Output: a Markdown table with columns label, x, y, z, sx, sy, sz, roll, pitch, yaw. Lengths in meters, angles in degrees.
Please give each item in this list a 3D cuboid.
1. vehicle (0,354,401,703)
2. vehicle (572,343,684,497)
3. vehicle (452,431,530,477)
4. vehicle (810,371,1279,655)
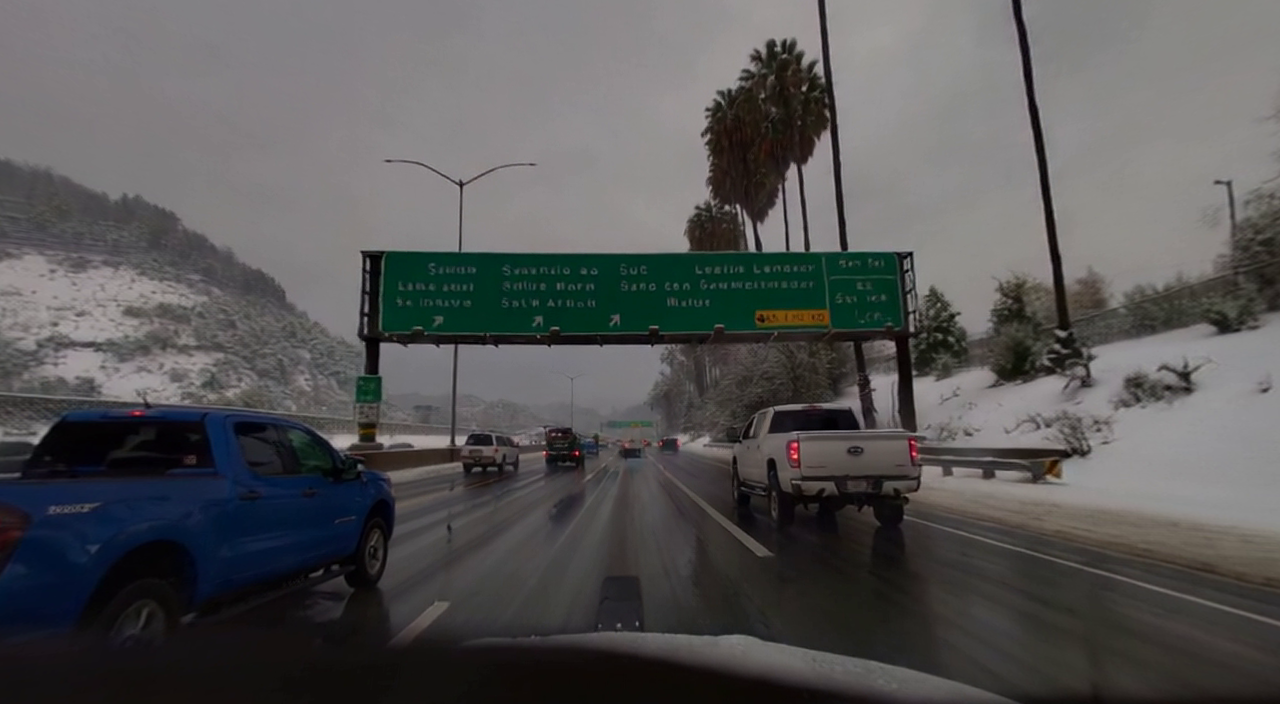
| label | x | y | z | sx | sy | sz | roll | pitch | yaw |
| --- | --- | --- | --- | --- | --- | --- | --- | --- | --- |
| vehicle | -3.221 | 1.106 | 3.904 | 1.885 | 1.654 | 4.103 | 0 | -9 | 0 |
| vehicle | -0.259 | 2.586 | 22.004 | 2.906 | 4.040 | 10.743 | 0 | -9 | 1 |
| vehicle | -6.945 | 4.843 | 30.175 | 2.344 | 1.954 | 5.579 | 0 | -9 | 0 |
| vehicle | 3.123 | 1.159 | 5.577 | 1.859 | 1.416 | 4.695 | 0 | -9 | -1 |
